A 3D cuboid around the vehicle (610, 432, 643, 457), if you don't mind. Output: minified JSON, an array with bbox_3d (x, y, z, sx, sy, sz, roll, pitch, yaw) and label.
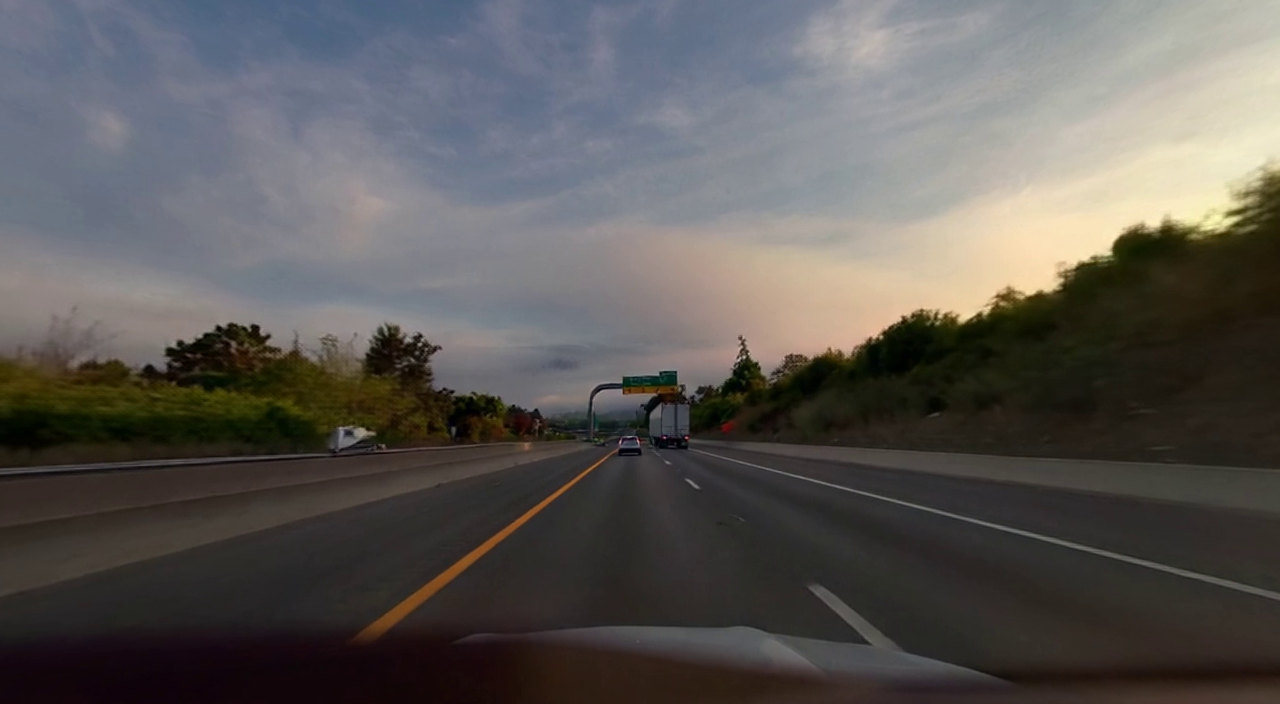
[{"bbox_3d":[-0.856,6.184,42.239,2.095,1.557,3.963,0,-8,0],"label":"vehicle"}]
